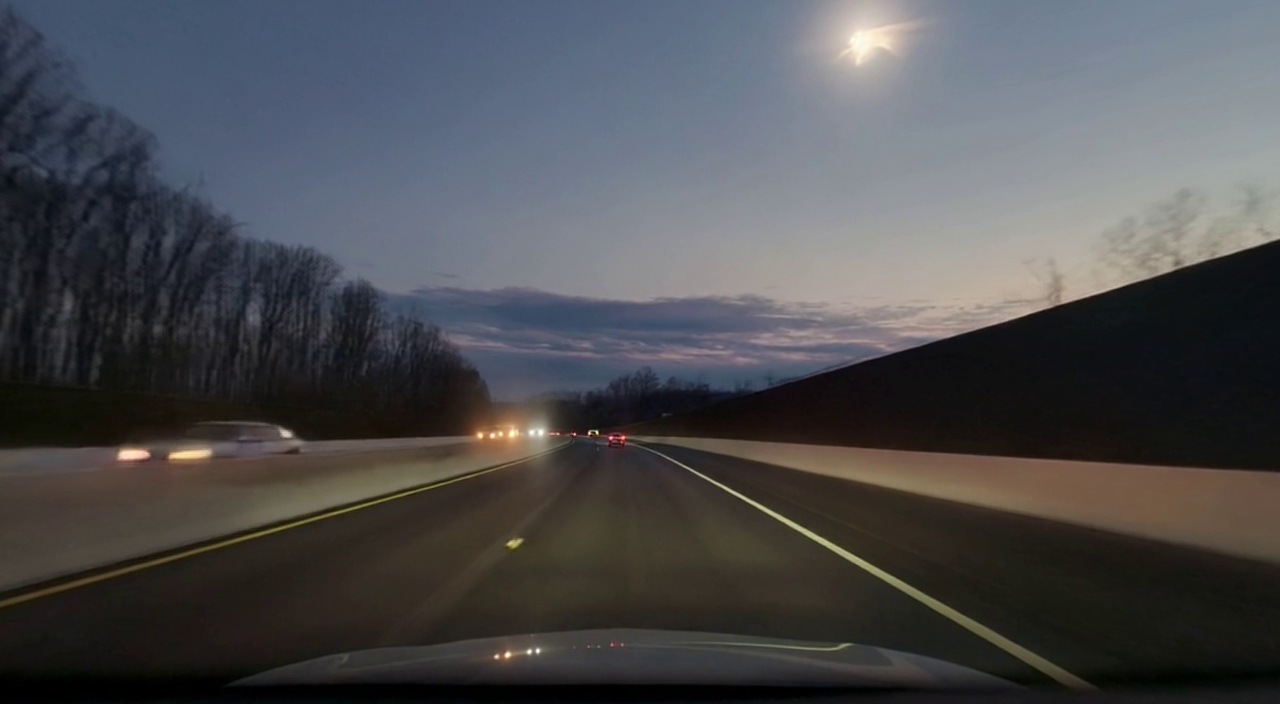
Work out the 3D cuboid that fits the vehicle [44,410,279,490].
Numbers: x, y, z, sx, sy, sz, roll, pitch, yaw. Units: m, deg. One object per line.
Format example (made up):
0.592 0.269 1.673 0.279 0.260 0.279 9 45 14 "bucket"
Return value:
-10.849 2.259 14.836 2.003 1.580 4.606 0 -8 -1 "vehicle"
